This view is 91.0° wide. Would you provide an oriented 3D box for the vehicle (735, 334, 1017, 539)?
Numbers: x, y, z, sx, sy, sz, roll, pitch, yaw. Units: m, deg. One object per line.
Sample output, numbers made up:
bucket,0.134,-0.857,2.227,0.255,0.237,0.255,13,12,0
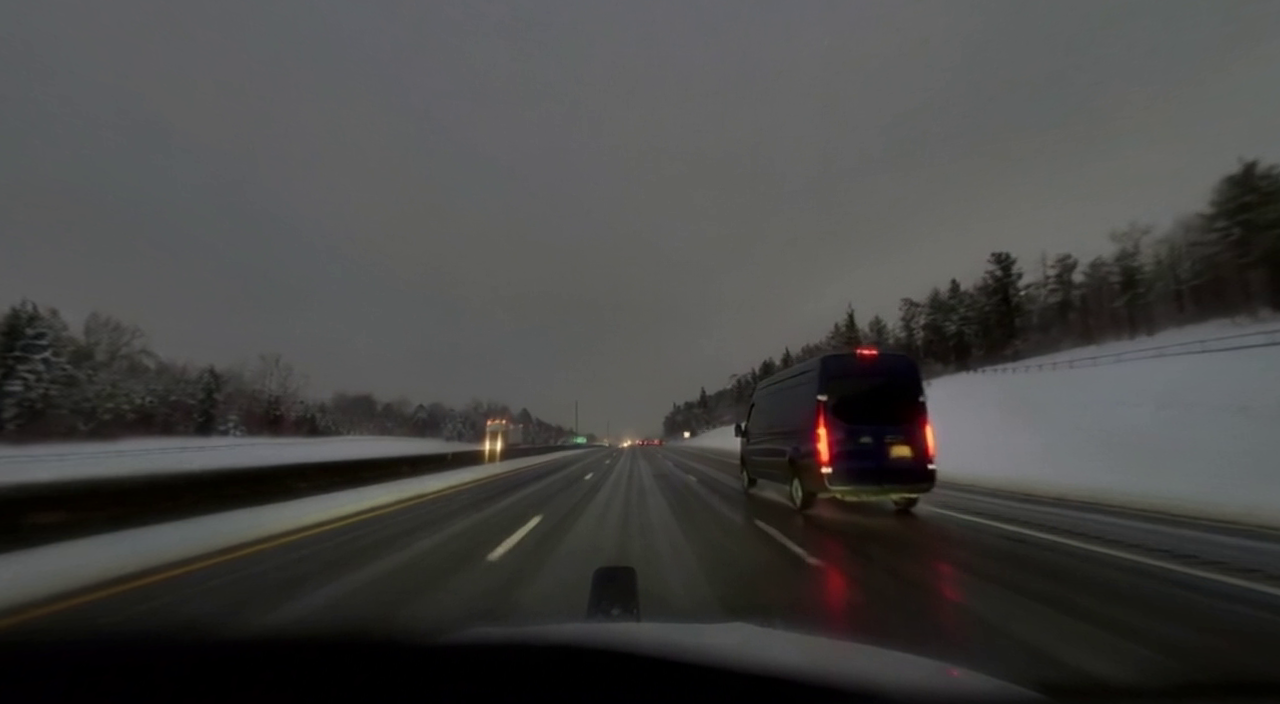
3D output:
vehicle,3.613,1.579,11.774,2.431,2.667,6.921,0,-8,-1
